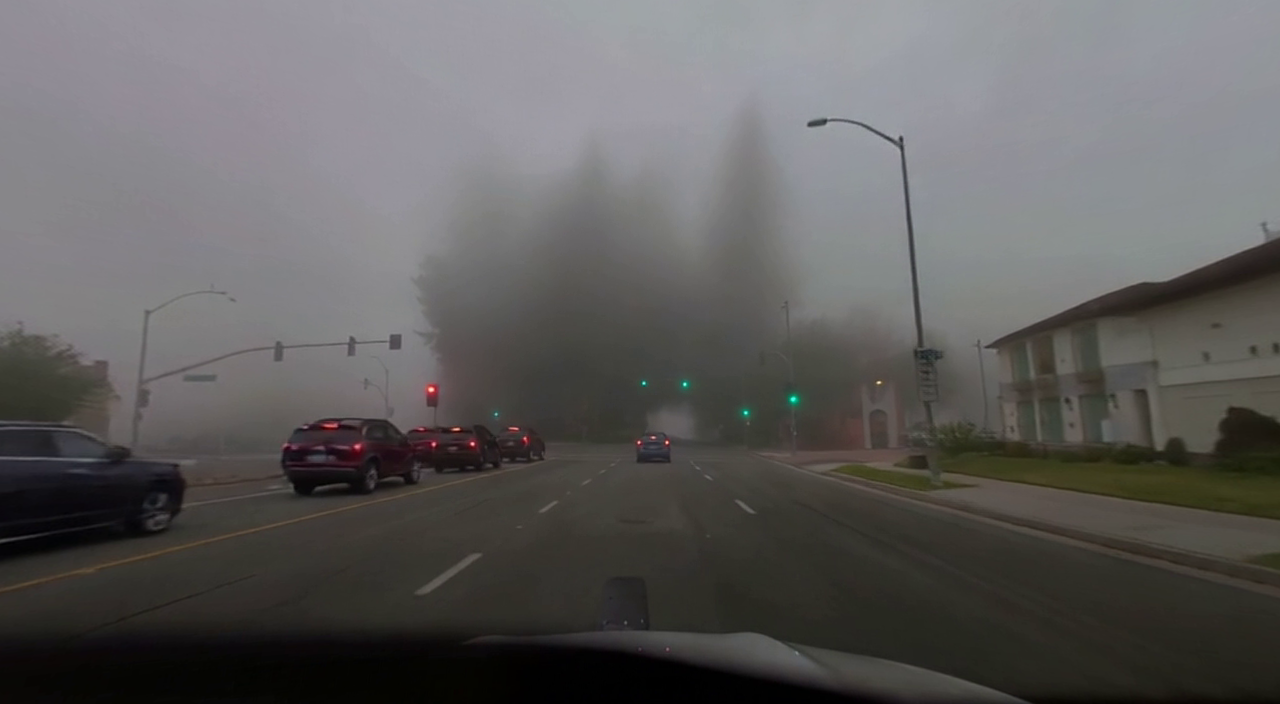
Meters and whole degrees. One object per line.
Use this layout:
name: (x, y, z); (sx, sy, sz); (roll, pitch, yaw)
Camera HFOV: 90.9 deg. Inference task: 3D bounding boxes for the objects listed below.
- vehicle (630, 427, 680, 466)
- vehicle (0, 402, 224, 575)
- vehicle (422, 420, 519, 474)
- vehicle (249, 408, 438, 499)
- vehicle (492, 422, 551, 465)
vehicle: (0.753, 4.473, 29.864); (2.197, 1.682, 3.642); (0, -8, 3)
vehicle: (-7.172, 1.419, 6.798); (2.121, 1.630, 4.642); (0, -8, 1)
vehicle: (-6.391, 3.680, 24.476); (2.111, 1.864, 4.932); (-1, -8, 4)
vehicle: (-6.778, 2.414, 15.199); (1.951, 1.809, 4.917); (0, -8, 3)
vehicle: (-6.121, 4.801, 33.181); (2.316, 2.014, 5.215); (0, -8, -3)
